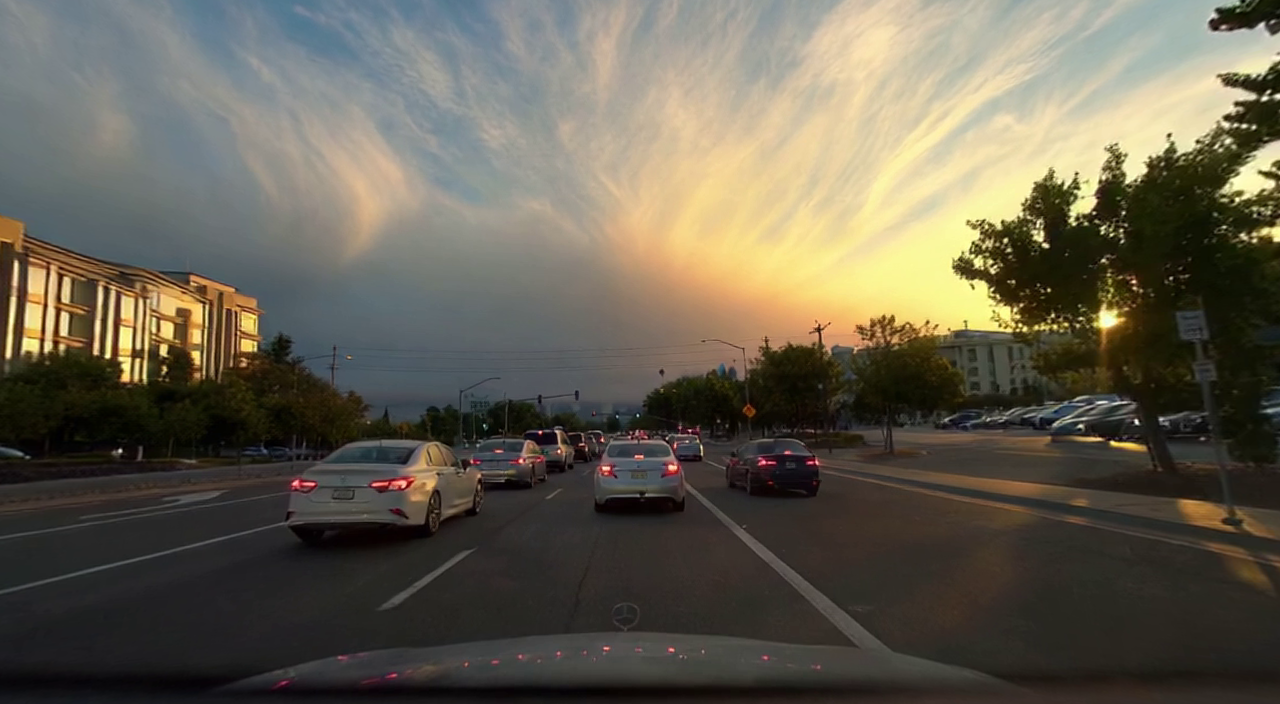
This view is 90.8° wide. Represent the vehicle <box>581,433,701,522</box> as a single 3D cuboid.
[{"bbox_3d":[-0.052,2.411,12.686,2.007,1.467,4.059,0,-8,-2],"label":"vehicle"}]

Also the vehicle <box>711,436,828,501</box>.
[{"bbox_3d":[3.188,2.975,16.570,1.978,1.452,4.381,0,-8,-3],"label":"vehicle"}]

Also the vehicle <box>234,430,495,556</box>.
[{"bbox_3d":[-3.758,1.989,9.684,2.052,1.475,4.341,0,-8,0],"label":"vehicle"}]

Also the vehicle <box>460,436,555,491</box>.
[{"bbox_3d":[-3.875,3.336,19.250,1.985,1.467,4.224,0,-8,0],"label":"vehicle"}]
